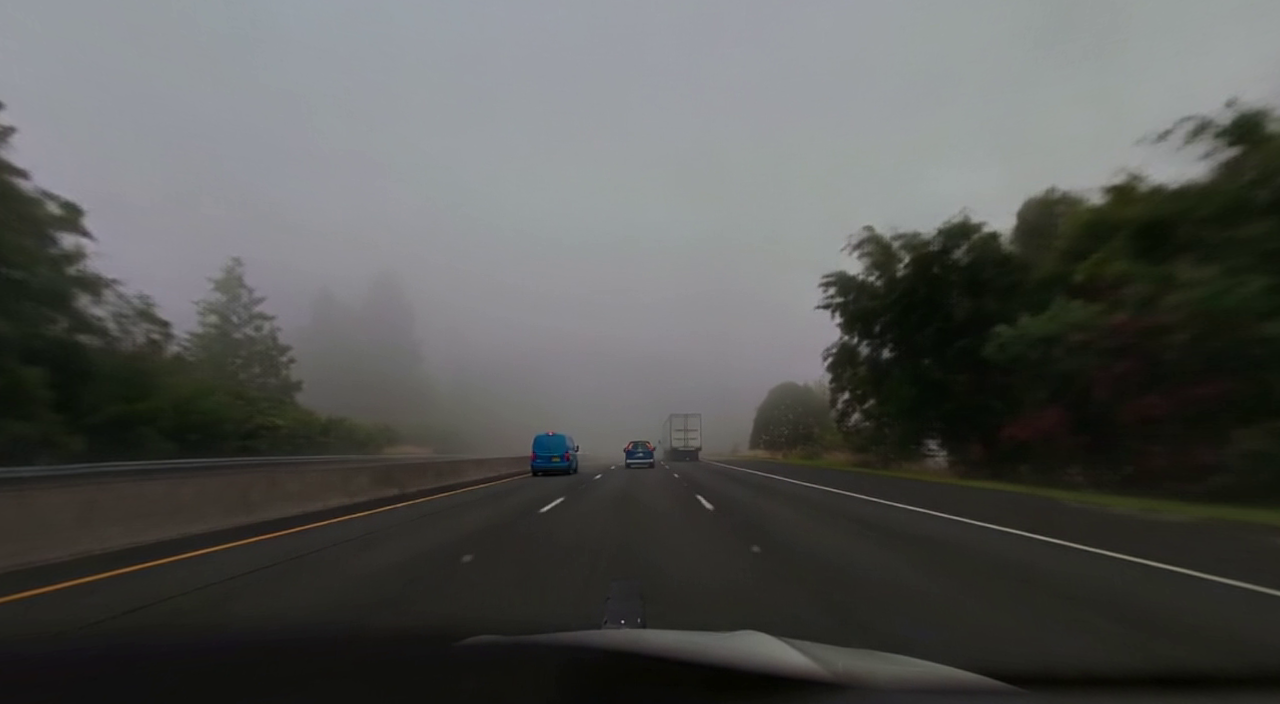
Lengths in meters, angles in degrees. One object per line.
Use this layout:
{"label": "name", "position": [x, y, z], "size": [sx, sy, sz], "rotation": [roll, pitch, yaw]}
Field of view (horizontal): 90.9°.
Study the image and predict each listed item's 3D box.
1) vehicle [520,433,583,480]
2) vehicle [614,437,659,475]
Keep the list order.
{"label": "vehicle", "position": [-4.017, 4.843, 29.439], "size": [2.167, 1.991, 5.062], "rotation": [0, -9, 0]}
{"label": "vehicle", "position": [-0.162, 5.481, 33.307], "size": [2.209, 1.825, 4.036], "rotation": [0, -9, 0]}
